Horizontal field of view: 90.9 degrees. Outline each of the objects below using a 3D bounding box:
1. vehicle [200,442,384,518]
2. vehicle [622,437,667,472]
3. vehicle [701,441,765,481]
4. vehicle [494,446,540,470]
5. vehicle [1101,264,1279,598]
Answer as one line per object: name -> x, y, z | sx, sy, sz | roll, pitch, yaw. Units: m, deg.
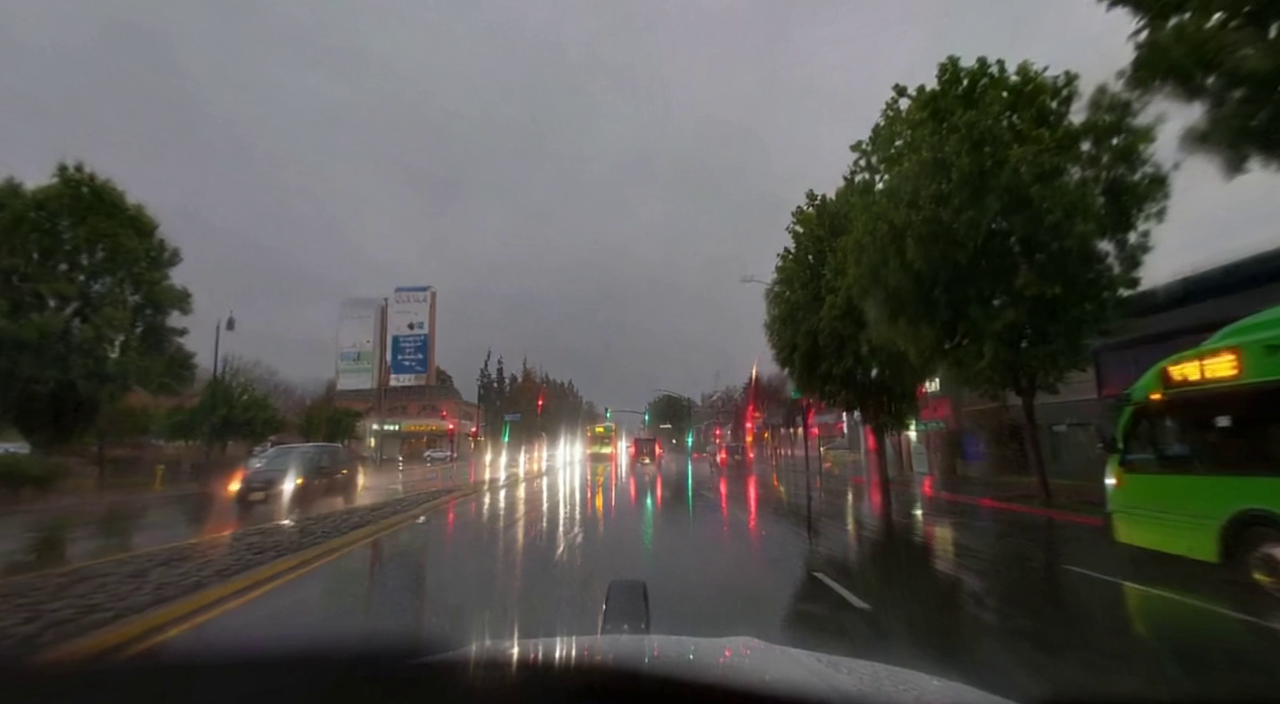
vehicle -> -8.166, 2.991, 15.368 | 2.010, 1.567, 4.250 | 0, -8, 1
vehicle -> 0.209, 5.631, 34.859 | 2.301, 1.837, 4.411 | 0, -8, 0
vehicle -> 3.821, 4.543, 26.511 | 2.046, 1.540, 3.883 | 0, -8, -1
vehicle -> -8.168, 7.106, 42.333 | 2.228, 1.476, 4.162 | 0, -8, 0
vehicle -> 7.665, 0.403, 3.592 | 2.998, 3.172, 9.225 | 0, -8, 0
